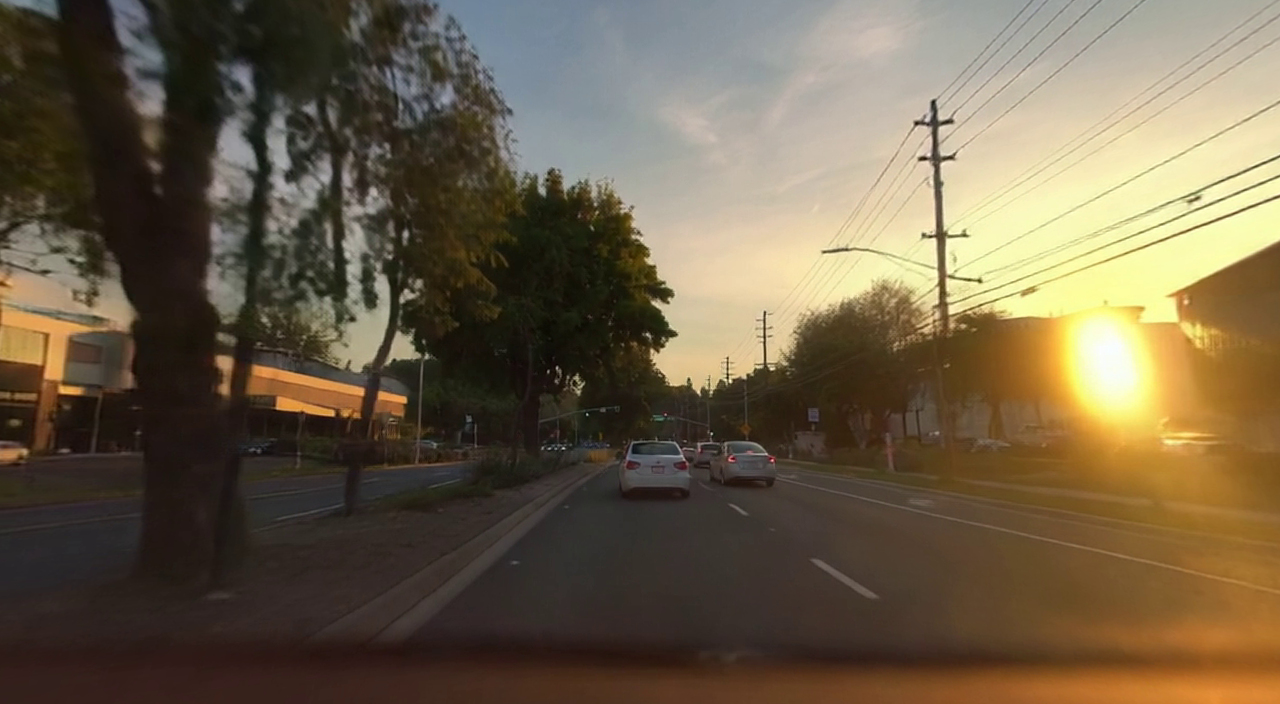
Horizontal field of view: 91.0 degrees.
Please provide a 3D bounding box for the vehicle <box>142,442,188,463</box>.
[{"bbox_3d":[-36.284,7.648,48.181,1.849,1.533,4.091,4,-9,-24],"label":"vehicle"}]

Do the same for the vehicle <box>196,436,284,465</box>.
[{"bbox_3d":[-27.225,6.715,43.035,4.687,1.894,2.149,4,-9,-23],"label":"vehicle"}]

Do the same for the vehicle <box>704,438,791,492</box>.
[{"bbox_3d":[3.235,3.495,19.846,1.985,1.489,4.036,0,-8,-1],"label":"vehicle"}]

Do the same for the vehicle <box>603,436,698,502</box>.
[{"bbox_3d":[0.178,2.966,16.347,2.144,1.473,4.028,0,-8,-2],"label":"vehicle"}]
